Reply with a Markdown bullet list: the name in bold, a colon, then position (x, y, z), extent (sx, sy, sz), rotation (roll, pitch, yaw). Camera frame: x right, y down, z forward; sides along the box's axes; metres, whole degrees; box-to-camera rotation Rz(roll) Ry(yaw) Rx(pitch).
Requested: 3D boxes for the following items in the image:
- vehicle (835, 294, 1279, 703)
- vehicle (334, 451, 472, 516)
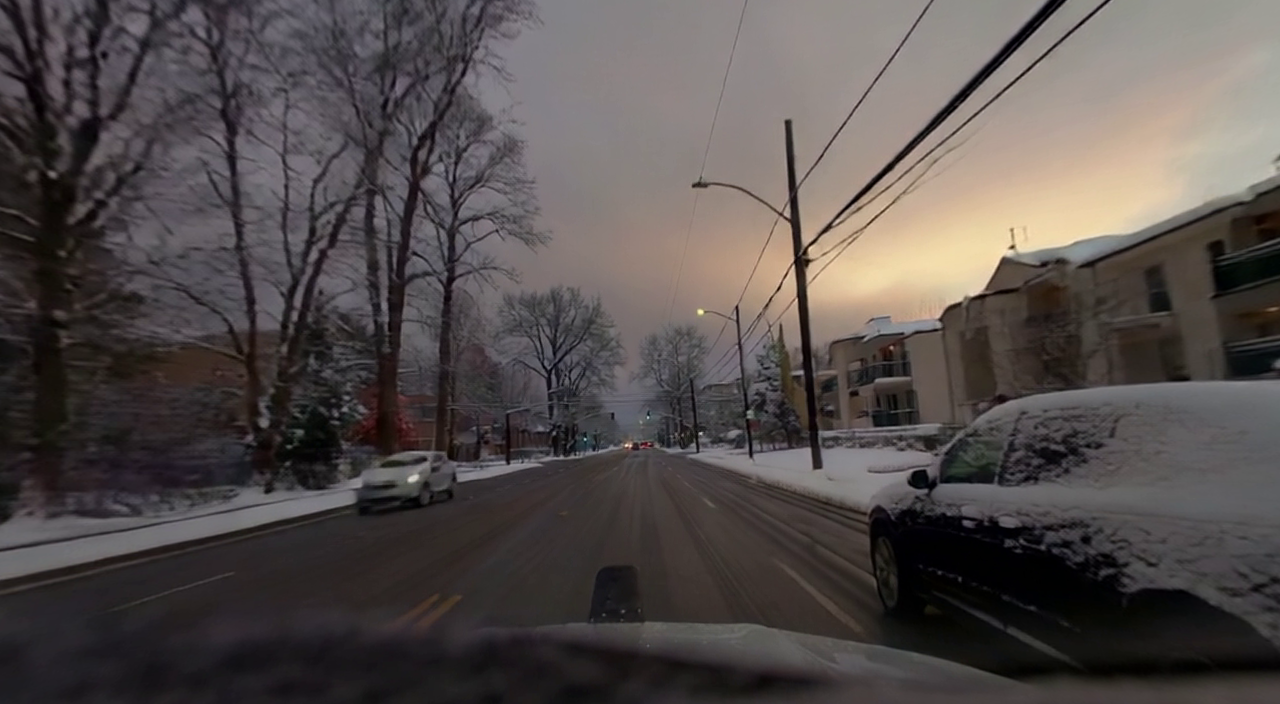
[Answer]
- **vehicle**: position (2.954, 0.963, 3.338), extent (2.224, 1.791, 4.834), rotation (0, -9, -1)
- **vehicle**: position (-6.259, 3.496, 17.385), extent (2.031, 1.521, 4.538), rotation (0, -9, 0)
